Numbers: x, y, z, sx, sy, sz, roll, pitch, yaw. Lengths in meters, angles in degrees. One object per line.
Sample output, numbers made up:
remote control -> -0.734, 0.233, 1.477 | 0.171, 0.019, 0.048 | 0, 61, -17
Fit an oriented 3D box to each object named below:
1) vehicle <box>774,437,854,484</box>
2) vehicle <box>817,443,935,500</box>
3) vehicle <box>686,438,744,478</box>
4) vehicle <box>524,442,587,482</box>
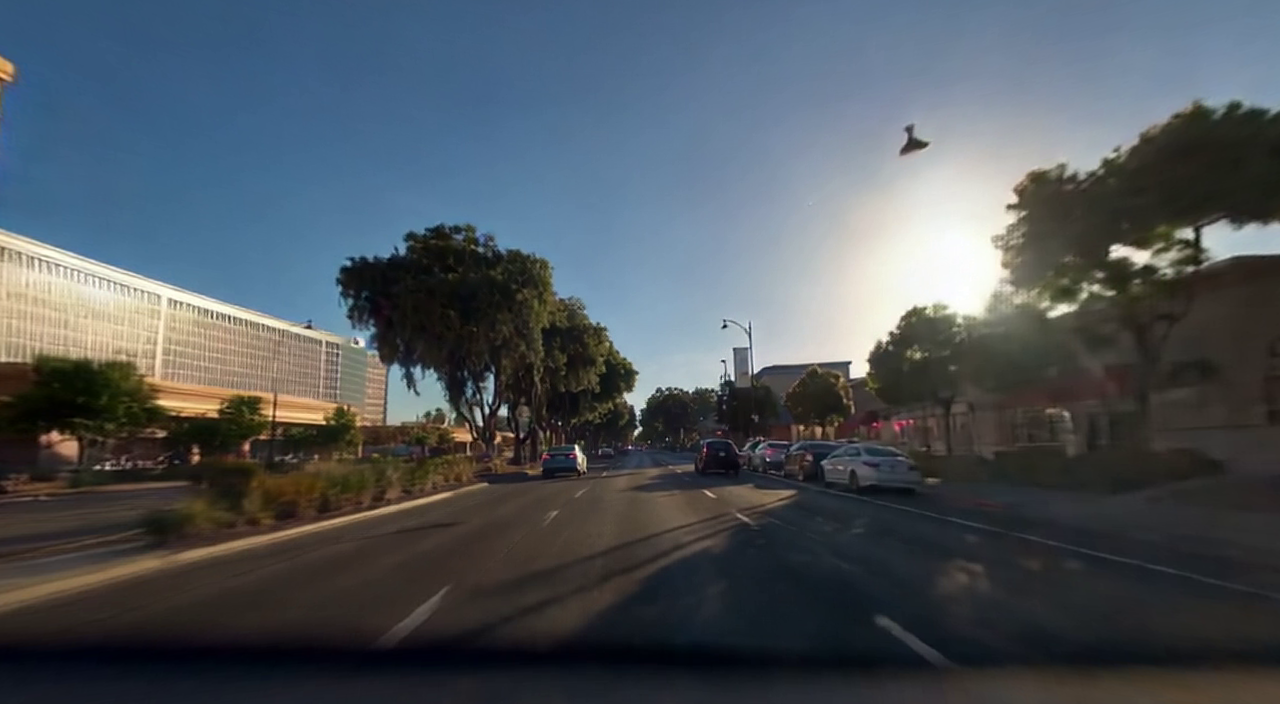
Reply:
vehicle -> 6.997, 4.385, 25.792 | 2.039, 1.749, 4.193 | 0, -8, -1
vehicle -> 6.918, 3.515, 19.054 | 1.876, 1.478, 4.670 | 0, -8, 1
vehicle -> 3.483, 4.987, 29.998 | 2.083, 1.743, 4.354 | 0, -8, -2
vehicle -> -3.374, 4.492, 25.982 | 2.005, 1.477, 4.169 | 0, -8, 0
